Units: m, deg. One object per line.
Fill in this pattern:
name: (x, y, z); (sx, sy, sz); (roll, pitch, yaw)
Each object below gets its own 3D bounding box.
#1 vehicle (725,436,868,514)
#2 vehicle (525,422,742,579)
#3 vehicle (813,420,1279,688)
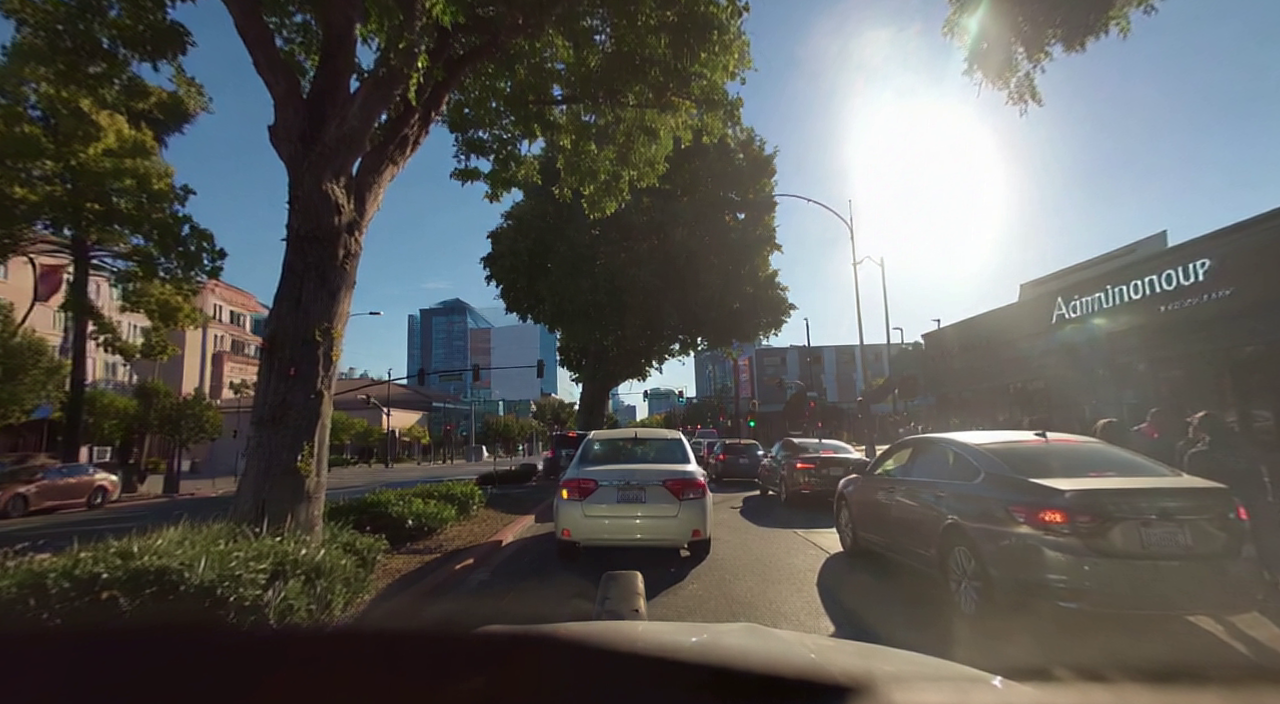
vehicle: (3.317, 2.714, 14.436); (1.996, 1.469, 4.495); (0, -9, -2)
vehicle: (-0.099, 1.757, 8.254); (2.118, 1.512, 4.013); (0, -9, -1)
vehicle: (3.223, 1.454, 5.818); (1.912, 1.454, 4.537); (0, -9, -1)
